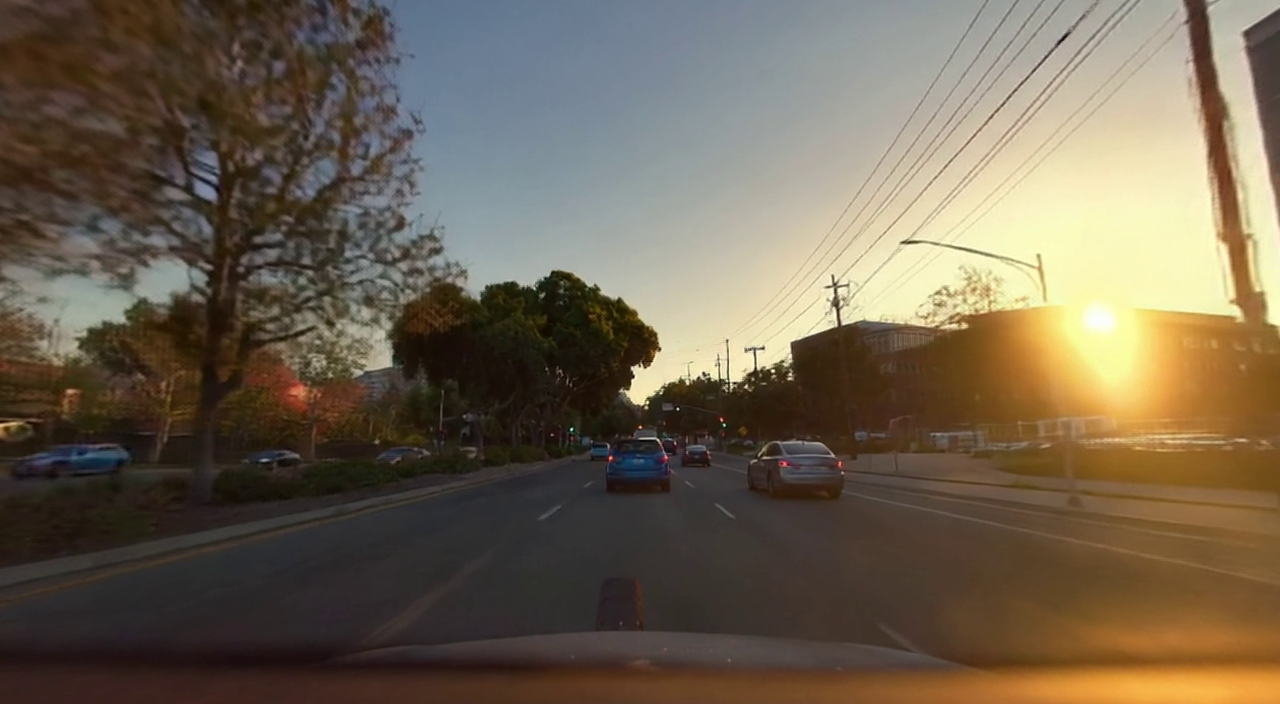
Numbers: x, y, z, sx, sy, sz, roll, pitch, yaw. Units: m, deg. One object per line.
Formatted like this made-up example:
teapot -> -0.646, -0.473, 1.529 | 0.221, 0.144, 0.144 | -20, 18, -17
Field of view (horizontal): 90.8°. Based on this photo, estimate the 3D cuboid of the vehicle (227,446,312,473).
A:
vehicle -> -21.391, 6.207, 36.745 | 2.026, 1.496, 4.680 | 0, -9, 2

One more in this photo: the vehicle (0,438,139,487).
vehicle -> -22.323, 4.249, 24.528 | 1.982, 1.699, 4.421 | 0, -9, 1

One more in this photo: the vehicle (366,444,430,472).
vehicle -> -13.925, 6.122, 36.611 | 2.031, 1.490, 4.284 | 0, -9, 0

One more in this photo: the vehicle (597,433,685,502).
vehicle -> -0.013, 3.045, 17.056 | 2.073, 1.606, 3.933 | 0, -9, -1

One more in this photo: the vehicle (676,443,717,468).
vehicle -> 3.430, 6.425, 39.318 | 2.054, 1.461, 4.321 | 0, -9, -2

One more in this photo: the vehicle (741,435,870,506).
vehicle -> 4.028, 2.961, 16.255 | 2.086, 1.534, 4.351 | 0, -9, -1
